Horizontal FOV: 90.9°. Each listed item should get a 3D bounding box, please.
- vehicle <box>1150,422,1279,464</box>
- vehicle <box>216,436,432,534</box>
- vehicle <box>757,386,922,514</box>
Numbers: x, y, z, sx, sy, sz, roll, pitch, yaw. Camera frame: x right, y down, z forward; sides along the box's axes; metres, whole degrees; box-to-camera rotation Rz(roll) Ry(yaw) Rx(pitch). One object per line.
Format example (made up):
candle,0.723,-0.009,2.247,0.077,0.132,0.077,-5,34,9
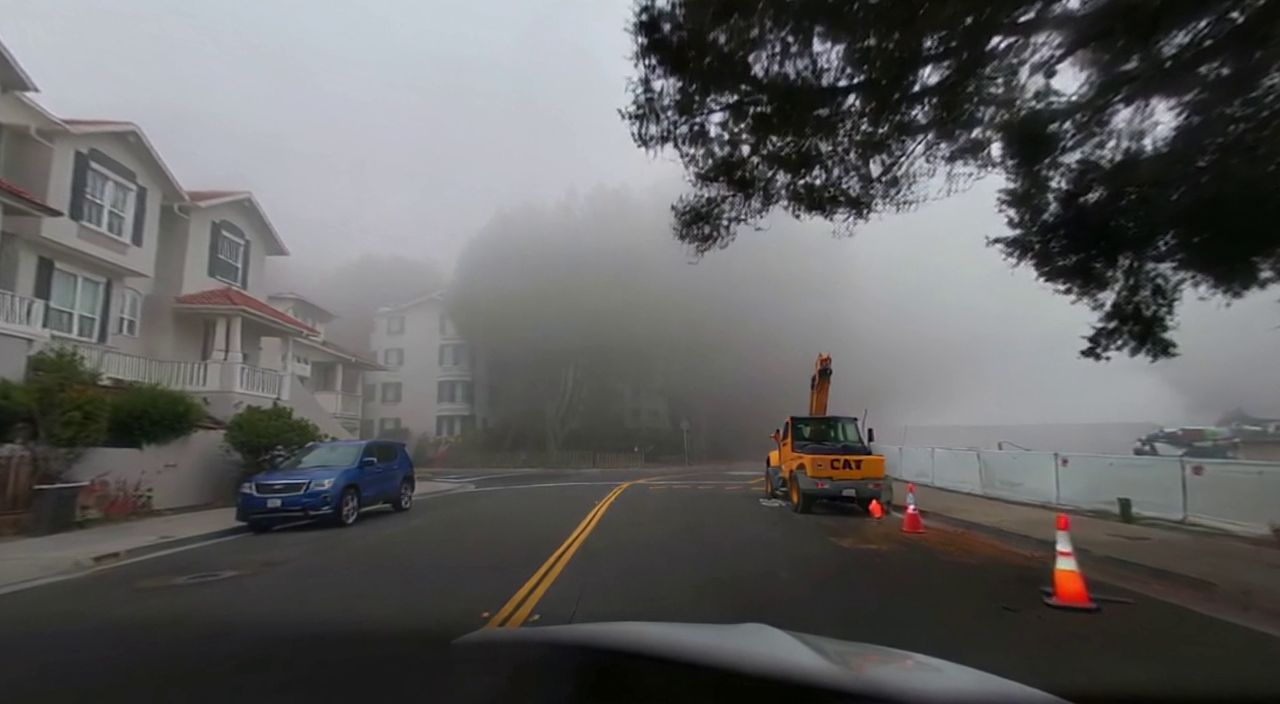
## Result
vehicle,24.459,3.785,26.289,4.540,1.558,1.980,-2,-8,1
vehicle,-6.604,2.766,14.002,2.220,1.765,4.799,0,-8,1
vehicle,4.442,2.276,14.812,2.501,2.613,3.505,1,-9,-3
